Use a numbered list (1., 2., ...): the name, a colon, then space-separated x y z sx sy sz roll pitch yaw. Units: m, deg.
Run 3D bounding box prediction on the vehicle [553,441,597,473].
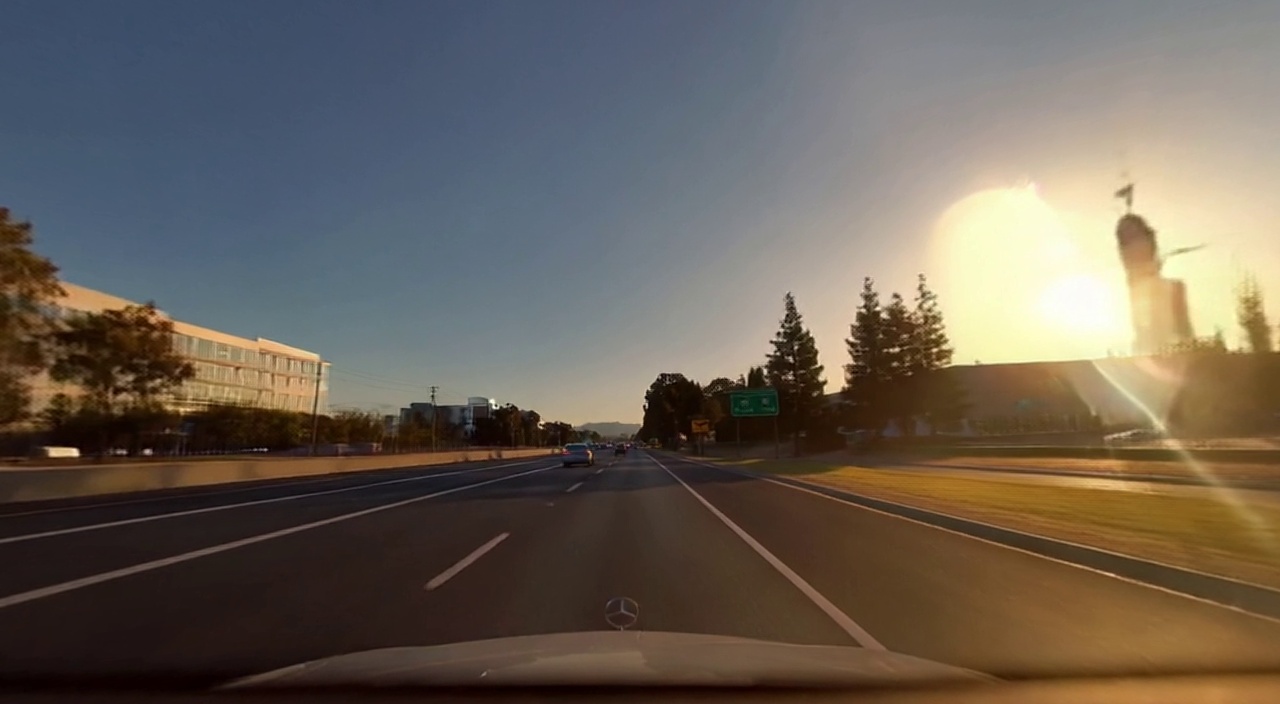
1. vehicle: -3.872 6.348 38.423 2.150 1.761 4.697 0 -8 0
